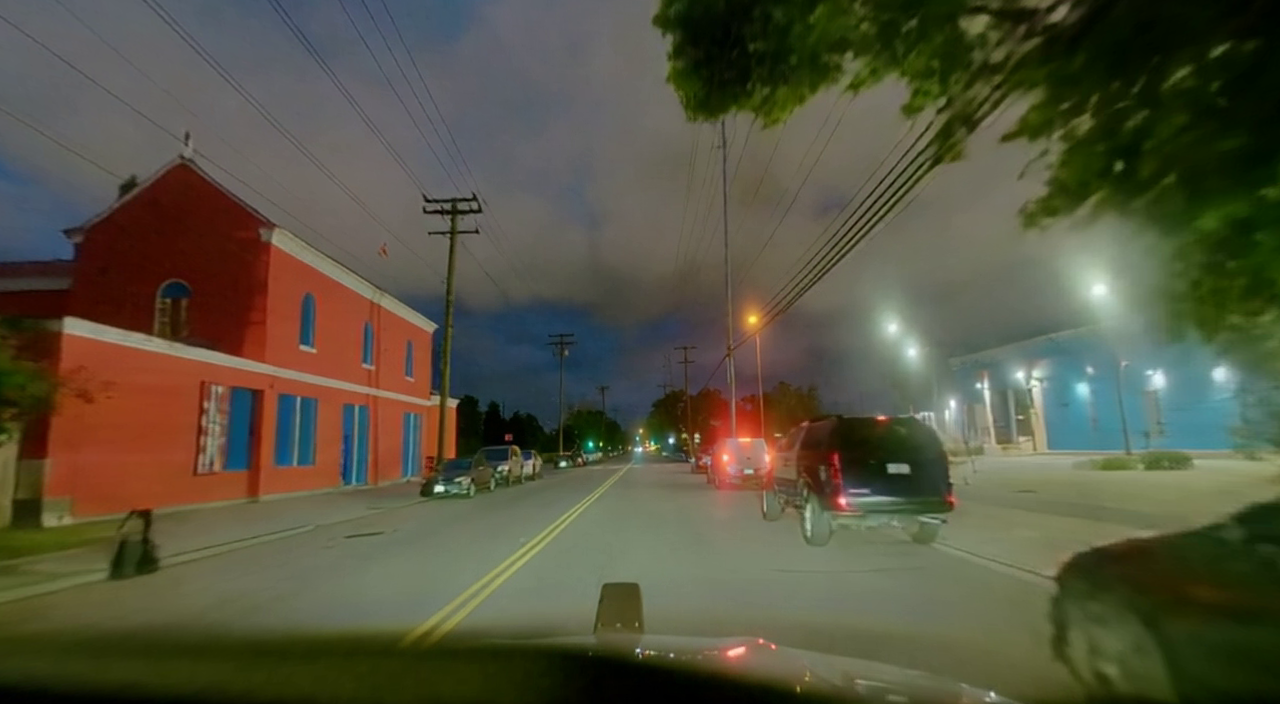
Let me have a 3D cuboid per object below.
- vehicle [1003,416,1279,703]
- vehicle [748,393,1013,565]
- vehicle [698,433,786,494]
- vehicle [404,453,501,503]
[{"bbox_3d":[3.102,0.828,1.285,1.966,1.471,4.552,0,-9,-1],"label":"vehicle"},{"bbox_3d":[3.234,1.863,9.913,2.263,1.996,4.870,0,-9,1],"label":"vehicle"},{"bbox_3d":[3.350,3.789,21.789,2.182,1.824,4.622,0,-9,-1],"label":"vehicle"},{"bbox_3d":[-6.276,4.255,21.743,1.844,1.486,4.474,-1,-9,2],"label":"vehicle"}]
